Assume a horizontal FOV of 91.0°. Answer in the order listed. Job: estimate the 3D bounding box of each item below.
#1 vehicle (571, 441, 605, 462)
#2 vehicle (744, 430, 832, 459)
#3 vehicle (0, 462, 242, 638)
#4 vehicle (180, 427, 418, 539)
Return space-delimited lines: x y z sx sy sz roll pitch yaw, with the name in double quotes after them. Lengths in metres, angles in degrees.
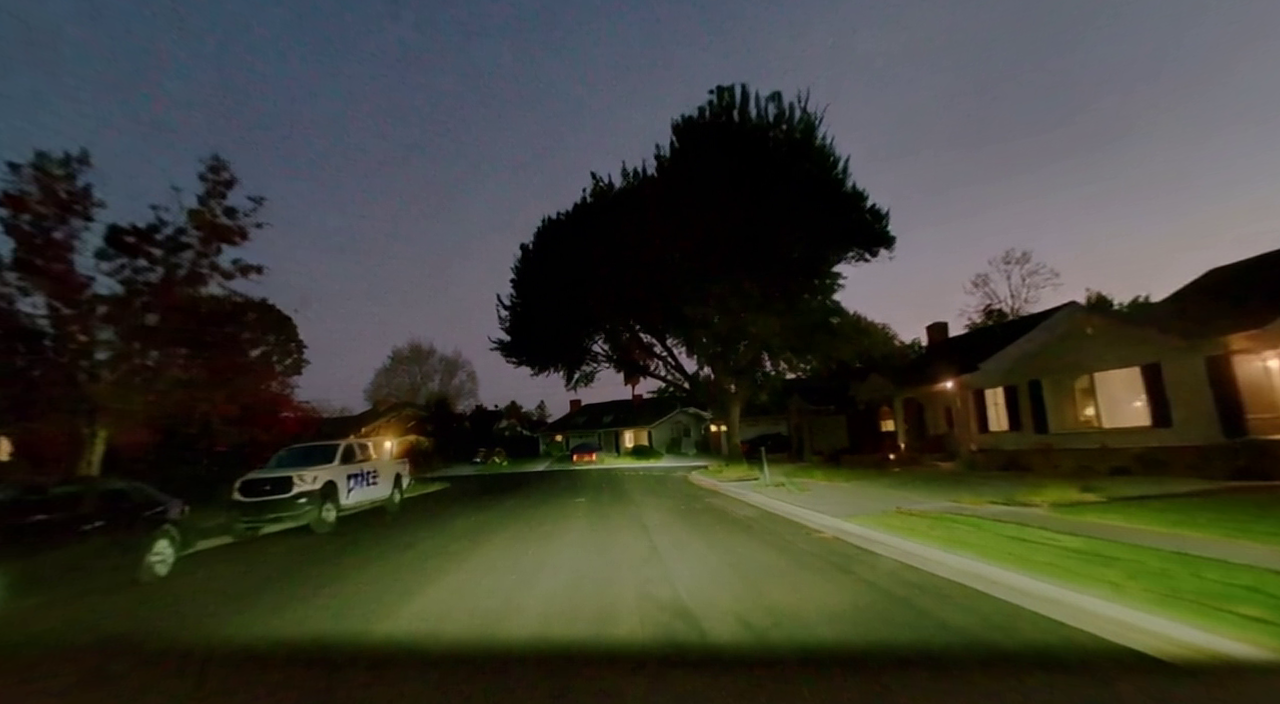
-4.003 7.751 49.156 1.990 1.528 4.256 -1 -9 5 "vehicle"
8.550 5.318 36.516 4.533 1.557 1.981 1 -6 -12 "vehicle"
-6.463 1.917 6.590 2.017 1.397 4.004 0 -9 -1 "vehicle"
-7.042 2.752 14.045 2.338 1.925 5.725 0 -9 -3 "vehicle"
